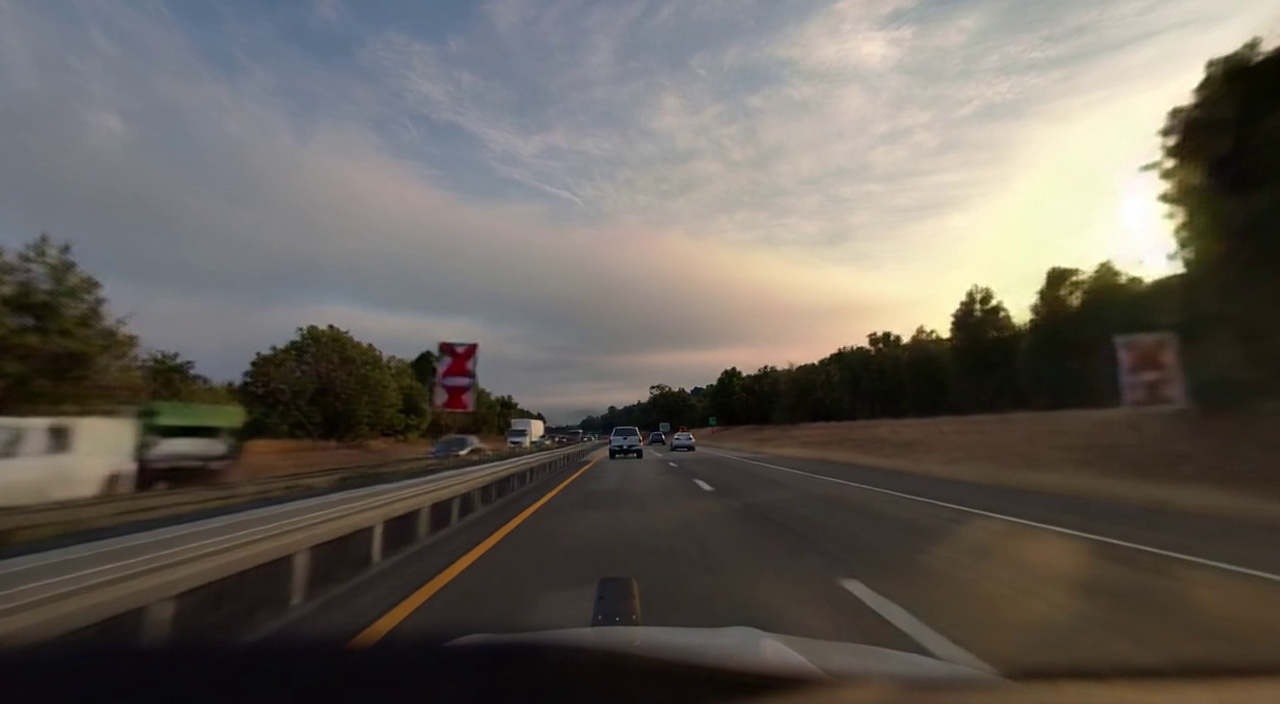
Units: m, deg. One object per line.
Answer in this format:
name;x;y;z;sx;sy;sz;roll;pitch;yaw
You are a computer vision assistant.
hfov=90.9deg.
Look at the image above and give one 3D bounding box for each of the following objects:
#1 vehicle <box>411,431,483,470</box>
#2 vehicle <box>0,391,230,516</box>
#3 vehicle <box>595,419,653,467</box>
vehicle;-9.176;4.727;30.405;2.020;1.712;4.717;0;-8;-1
vehicle;-13.702;2.597;16.578;2.532;2.792;4.713;0;-8;-1
vehicle;-0.745;4.227;29.353;2.503;2.044;4.633;0;-8;-2
